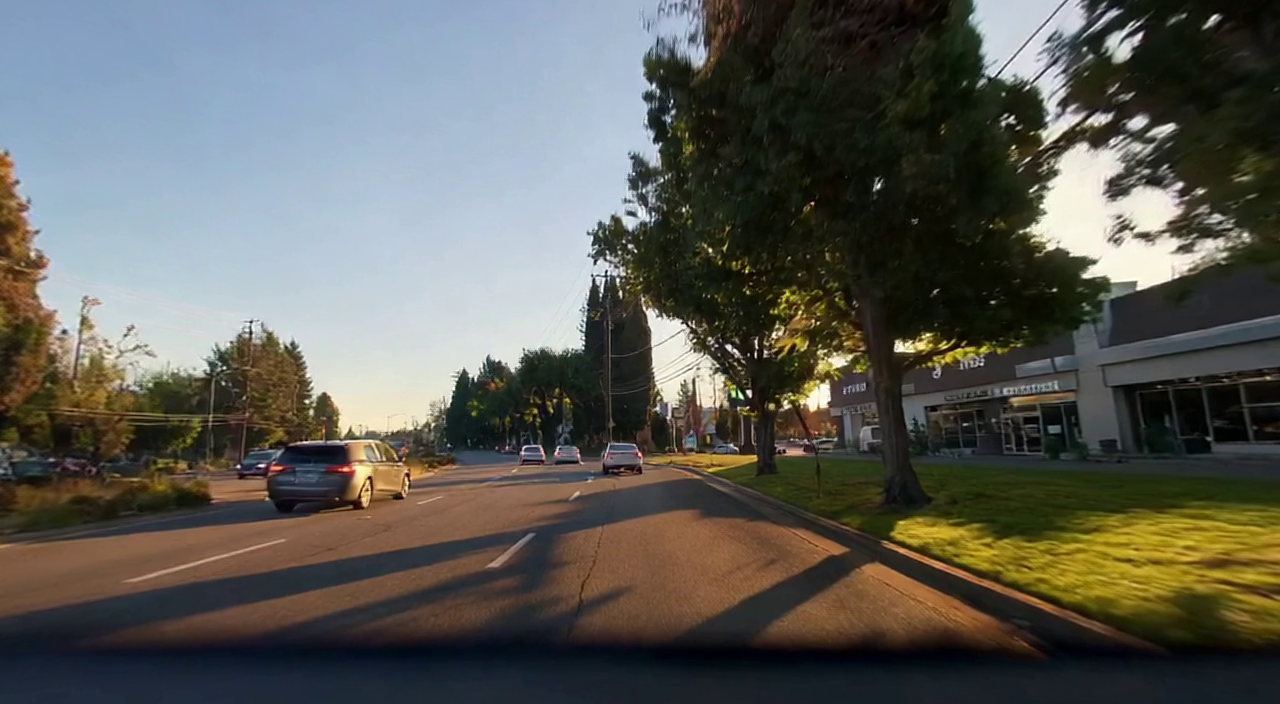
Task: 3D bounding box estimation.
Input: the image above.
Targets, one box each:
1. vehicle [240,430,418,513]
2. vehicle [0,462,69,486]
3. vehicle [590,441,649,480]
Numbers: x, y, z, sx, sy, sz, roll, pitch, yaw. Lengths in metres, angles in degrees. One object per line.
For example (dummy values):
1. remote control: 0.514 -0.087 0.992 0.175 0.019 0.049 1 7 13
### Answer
1. vehicle: -7.472 2.911 15.831 2.195 1.752 4.515 0 -8 -1
2. vehicle: -47.514 9.451 48.839 4.311 1.683 1.984 1 -9 -7
3. vehicle: -0.939 4.524 26.553 2.130 1.476 4.453 1 -9 -6
